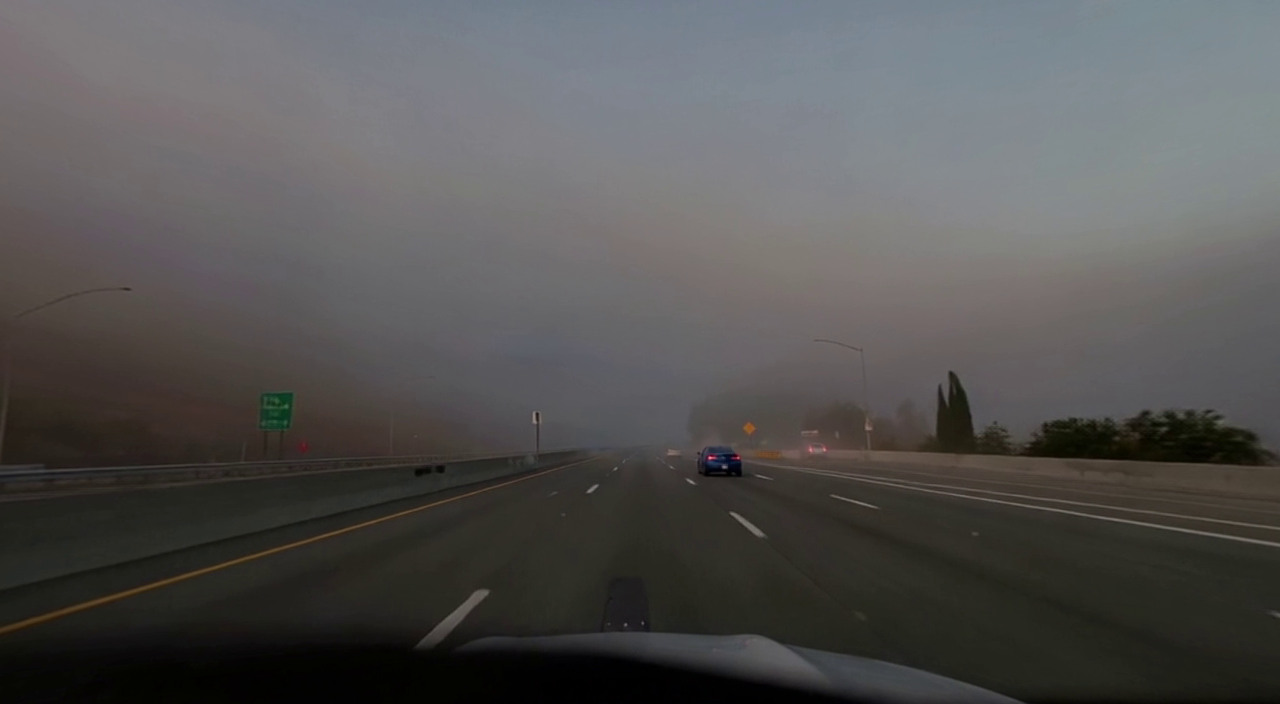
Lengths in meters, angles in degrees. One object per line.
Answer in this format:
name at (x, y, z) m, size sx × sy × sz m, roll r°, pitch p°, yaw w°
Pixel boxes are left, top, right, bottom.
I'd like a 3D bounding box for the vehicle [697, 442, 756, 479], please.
vehicle at (3.667, 4.669, 27.515) m, size 1.916 × 1.469 × 4.481 m, roll 0°, pitch -8°, yaw -1°
